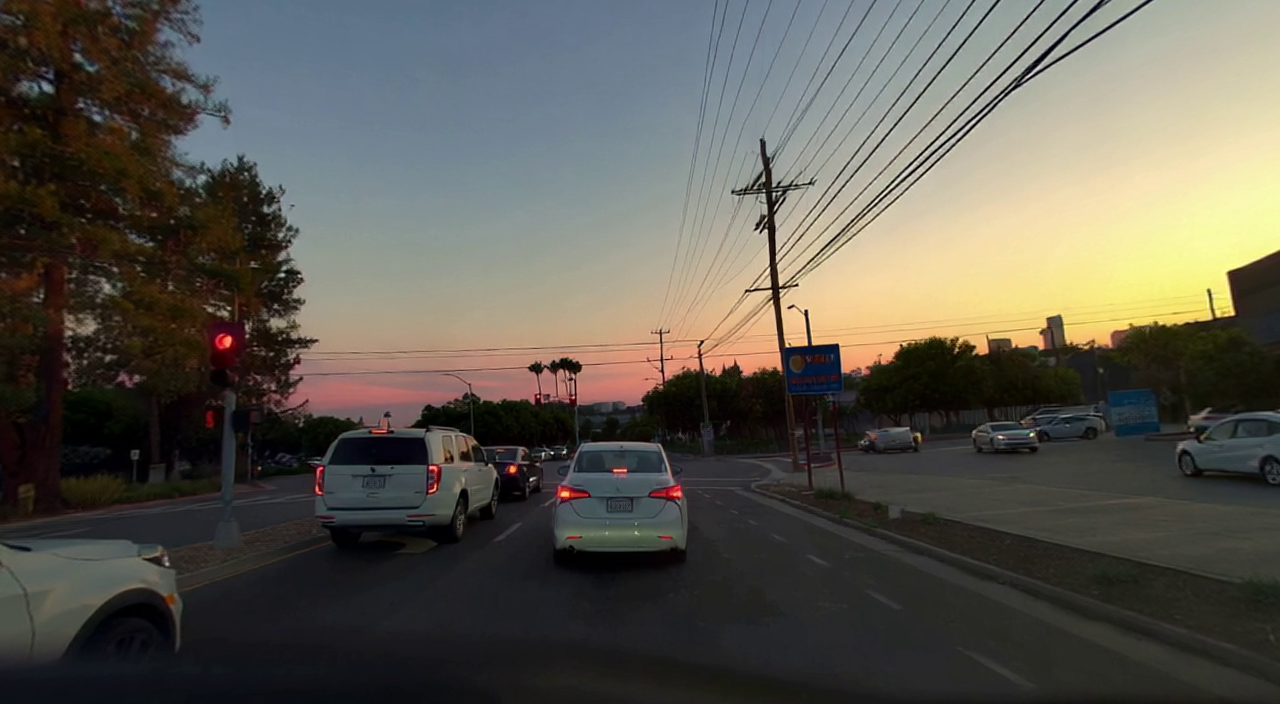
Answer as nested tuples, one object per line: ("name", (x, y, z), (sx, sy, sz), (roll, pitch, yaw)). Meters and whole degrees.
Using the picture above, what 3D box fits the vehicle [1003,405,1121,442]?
("vehicle", (26.920, 4.615, 40.503), (5.782, 2.286, 2.223), (-1, -9, 5))

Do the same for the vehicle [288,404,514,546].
("vehicle", (-3.844, 2.088, 11.366), (2.147, 1.963, 4.927), (0, -8, 0))

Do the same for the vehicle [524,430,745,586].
("vehicle", (-0.104, 1.802, 8.137), (2.121, 1.474, 3.968), (0, -8, -2))

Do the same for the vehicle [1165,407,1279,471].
("vehicle", (17.026, 2.541, 18.265), (1.858, 1.622, 4.491), (-5, -10, 28))

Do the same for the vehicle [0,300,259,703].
("vehicle", (-3.583, 0.633, 1.518), (2.085, 1.943, 5.053), (0, -8, 1))
